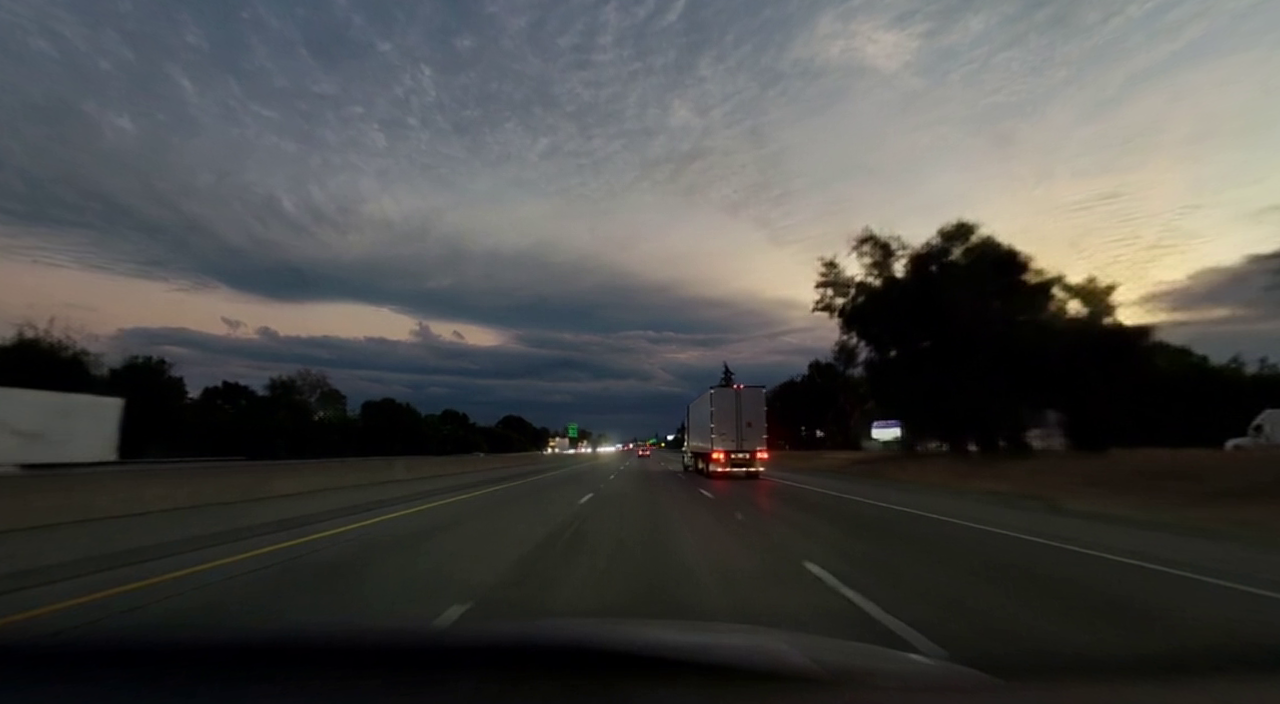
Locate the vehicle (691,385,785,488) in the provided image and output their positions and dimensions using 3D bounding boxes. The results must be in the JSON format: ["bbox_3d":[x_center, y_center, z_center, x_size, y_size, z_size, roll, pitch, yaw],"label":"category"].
[{"bbox_3d":[4.608,4.448,32.731,3.058,4.312,12.251,0,-9,1],"label":"vehicle"}]
